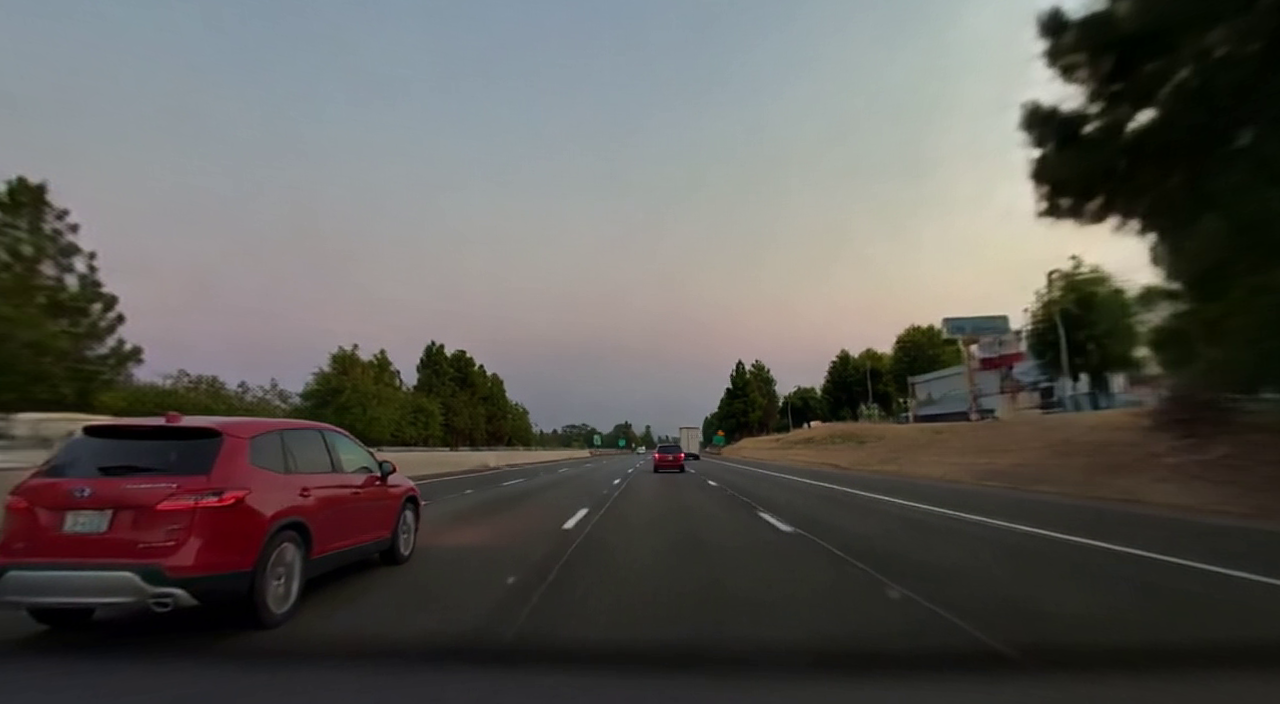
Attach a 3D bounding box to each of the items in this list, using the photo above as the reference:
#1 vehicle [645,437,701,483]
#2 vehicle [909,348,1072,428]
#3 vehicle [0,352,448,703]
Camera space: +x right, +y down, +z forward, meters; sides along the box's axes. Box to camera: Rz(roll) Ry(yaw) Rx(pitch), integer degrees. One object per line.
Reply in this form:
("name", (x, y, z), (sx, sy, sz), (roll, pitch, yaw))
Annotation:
("vehicle", (1.256, 4.390, 25.867), (2.087, 1.682, 4.388), (0, -9, 0))
("vehicle", (25.146, 3.219, 47.175), (3.528, 4.387, 16.822), (-1, -9, 4))
("vehicle", (-3.461, 1.253, 5.338), (2.139, 1.804, 4.611), (0, -9, 1))
